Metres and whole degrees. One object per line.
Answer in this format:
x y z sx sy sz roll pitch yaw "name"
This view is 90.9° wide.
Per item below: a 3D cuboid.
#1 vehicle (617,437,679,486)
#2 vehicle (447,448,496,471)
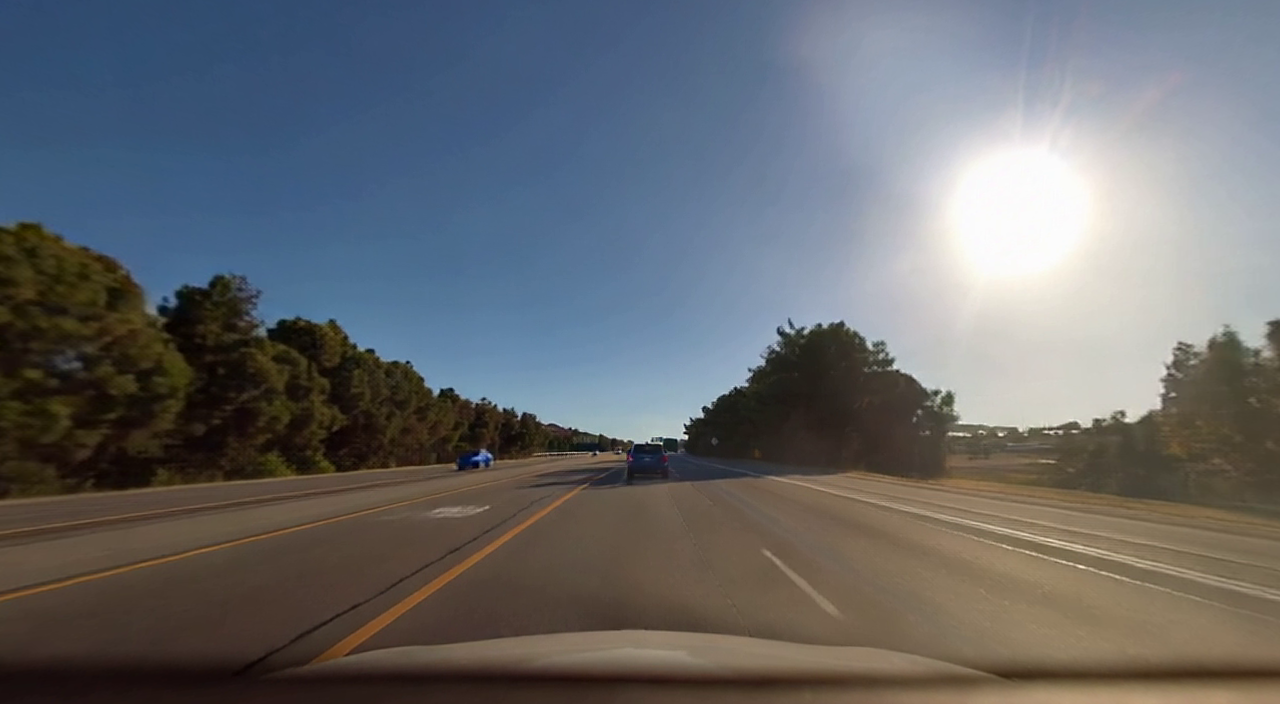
0.284 4.182 24.279 2.190 1.706 4.062 0 -9 0 "vehicle"
-11.811 7.557 44.469 2.009 1.446 4.694 -1 -9 2 "vehicle"
